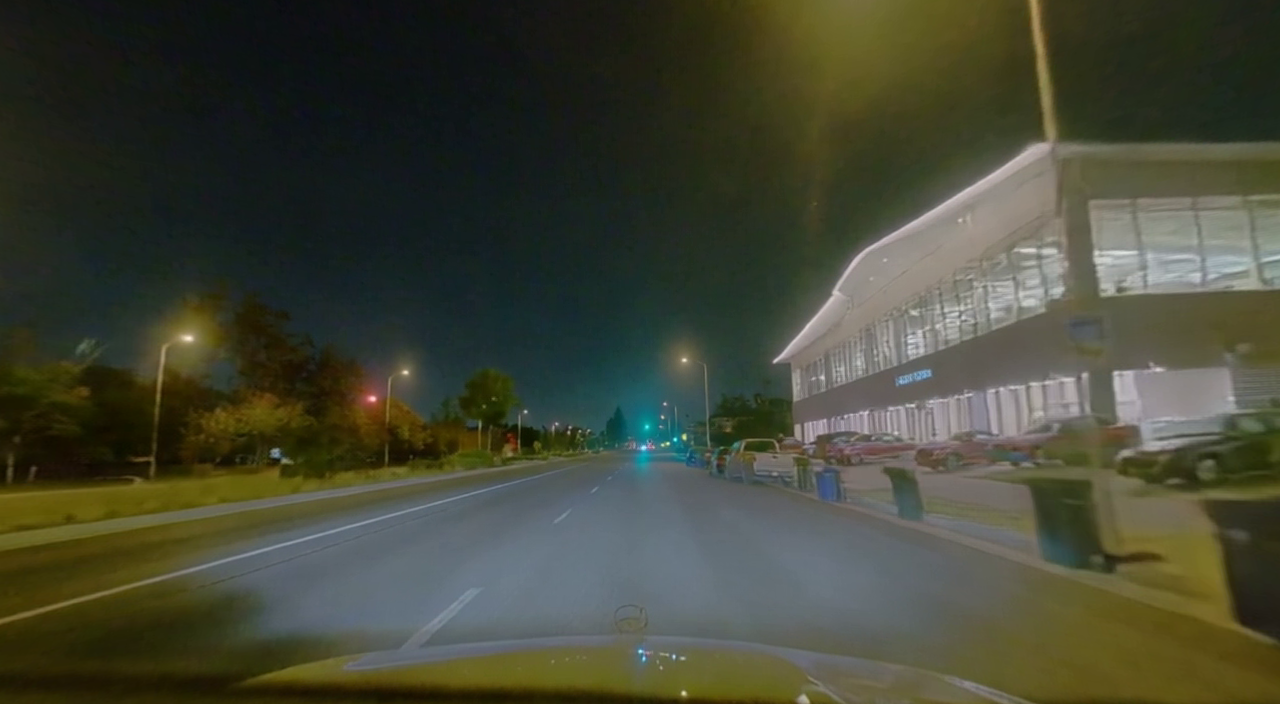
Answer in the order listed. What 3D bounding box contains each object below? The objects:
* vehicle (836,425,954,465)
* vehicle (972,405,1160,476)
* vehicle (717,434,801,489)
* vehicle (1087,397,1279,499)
[{"bbox_3d":[12.188,4.502,30.432,4.778,1.520,2.020,-5,-9,7],"label":"vehicle"},{"bbox_3d":[12.495,2.622,18.679,4.067,1.732,1.983,-3,-8,-5],"label":"vehicle"},{"bbox_3d":[4.188,3.938,23.139,2.078,1.771,5.174,0,-8,0],"label":"vehicle"},{"bbox_3d":[11.649,1.760,12.217,4.418,1.532,1.889,-6,-10,-3],"label":"vehicle"}]
